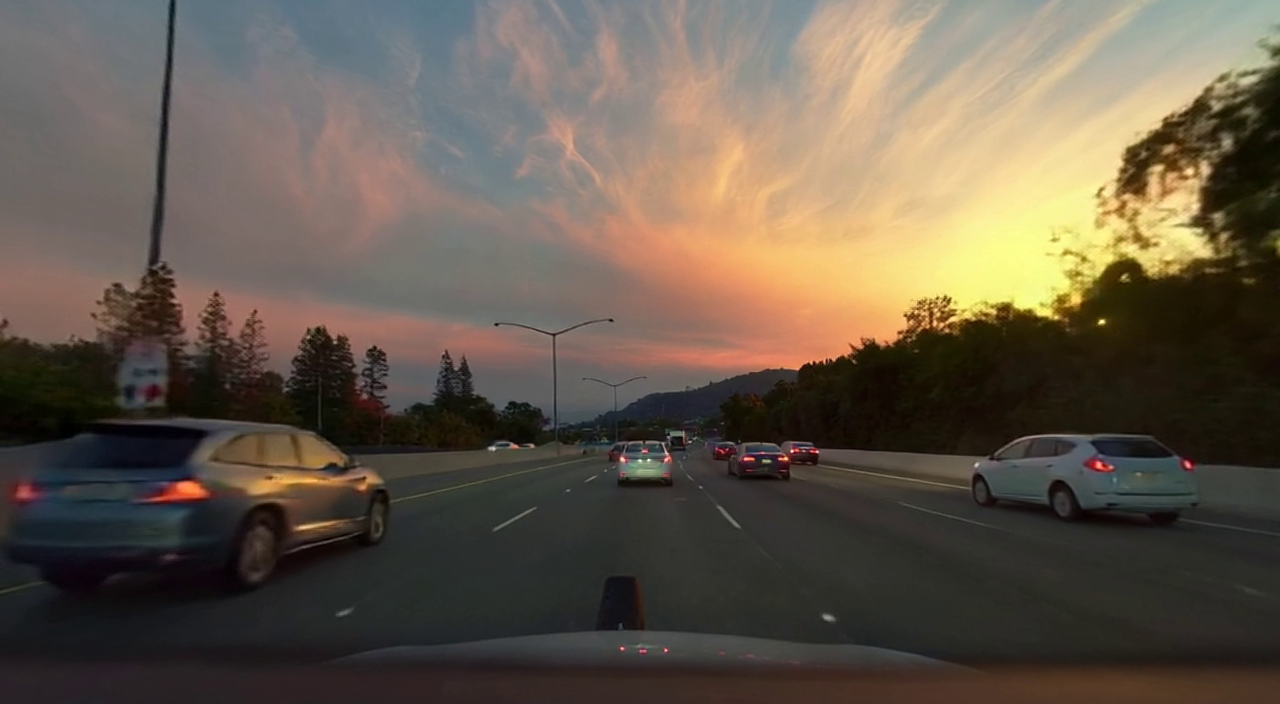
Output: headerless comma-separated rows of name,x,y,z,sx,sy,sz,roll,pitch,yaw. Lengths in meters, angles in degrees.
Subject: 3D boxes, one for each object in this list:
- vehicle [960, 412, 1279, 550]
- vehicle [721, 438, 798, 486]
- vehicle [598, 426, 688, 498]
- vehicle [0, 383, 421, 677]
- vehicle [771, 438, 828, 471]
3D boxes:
vehicle,7.406,1.940,10.120,2.028,1.657,4.823,0,-9,1
vehicle,4.126,3.875,22.458,1.999,1.514,4.338,0,-9,1
vehicle,0.136,2.995,17.476,2.181,1.728,3.970,0,-9,2
vehicle,-4.035,1.342,5.949,2.128,1.627,4.697,0,-9,1
vehicle,8.208,5.332,32.802,1.956,1.588,4.305,0,-9,2
